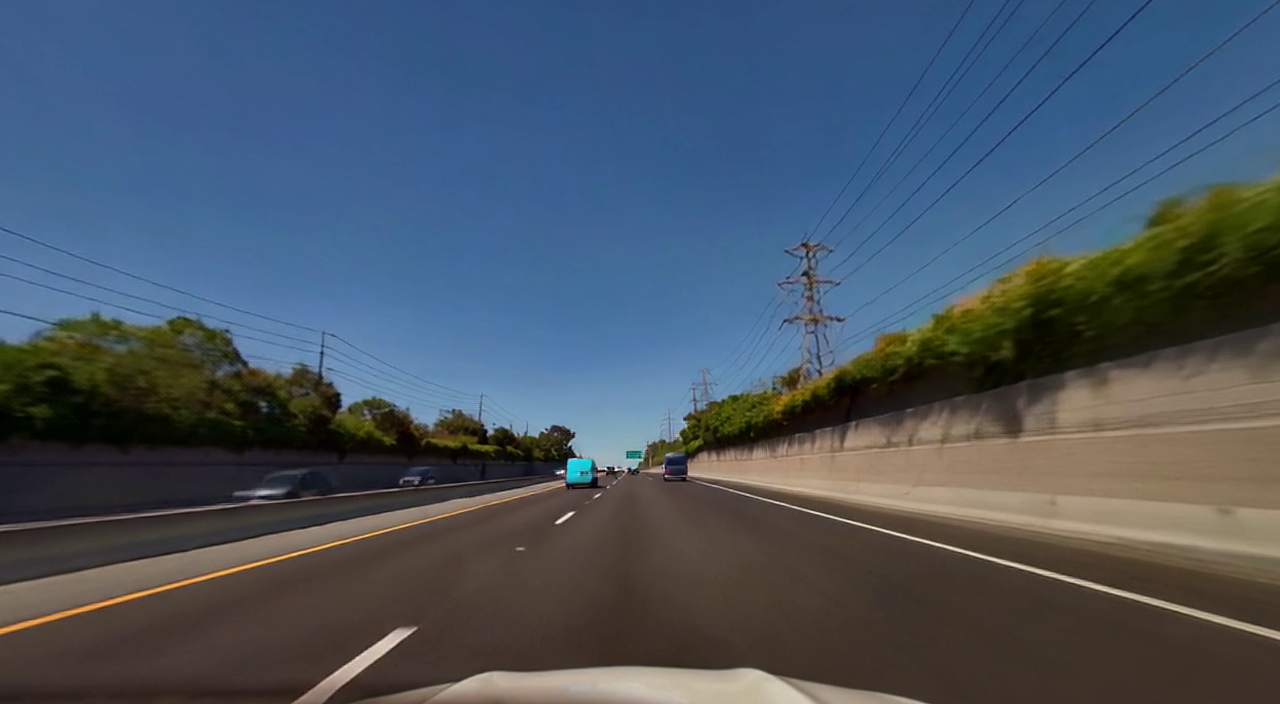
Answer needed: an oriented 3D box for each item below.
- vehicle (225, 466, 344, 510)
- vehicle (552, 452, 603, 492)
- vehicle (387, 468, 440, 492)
[{"bbox_3d":[-13.167,5.048,23.700,1.980,1.447,4.248,1,-10,0],"label":"vehicle"},{"bbox_3d":[-3.401,6.637,35.037,2.324,2.008,4.654,1,-10,0],"label":"vehicle"},{"bbox_3d":[-16.922,9.560,47.268,2.074,1.684,4.959,1,-10,0],"label":"vehicle"}]
